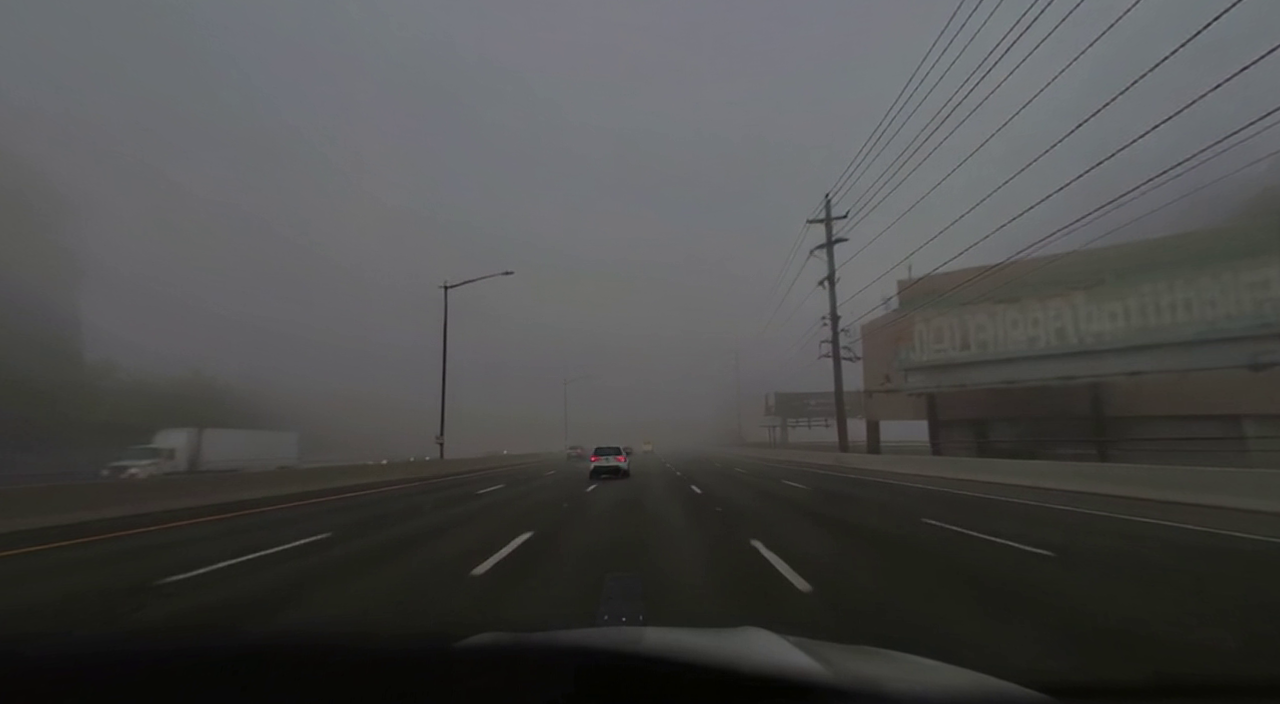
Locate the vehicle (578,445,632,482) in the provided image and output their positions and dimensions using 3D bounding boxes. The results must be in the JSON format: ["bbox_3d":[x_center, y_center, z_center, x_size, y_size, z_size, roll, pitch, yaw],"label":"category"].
[{"bbox_3d":[-1.424,4.719,27.017,1.891,1.444,3.968,-1,-8,3],"label":"vehicle"}]

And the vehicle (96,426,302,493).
[{"bbox_3d":[-23.246,5.703,34.569,2.956,2.946,11.348,-2,-8,2],"label":"vehicle"}]
